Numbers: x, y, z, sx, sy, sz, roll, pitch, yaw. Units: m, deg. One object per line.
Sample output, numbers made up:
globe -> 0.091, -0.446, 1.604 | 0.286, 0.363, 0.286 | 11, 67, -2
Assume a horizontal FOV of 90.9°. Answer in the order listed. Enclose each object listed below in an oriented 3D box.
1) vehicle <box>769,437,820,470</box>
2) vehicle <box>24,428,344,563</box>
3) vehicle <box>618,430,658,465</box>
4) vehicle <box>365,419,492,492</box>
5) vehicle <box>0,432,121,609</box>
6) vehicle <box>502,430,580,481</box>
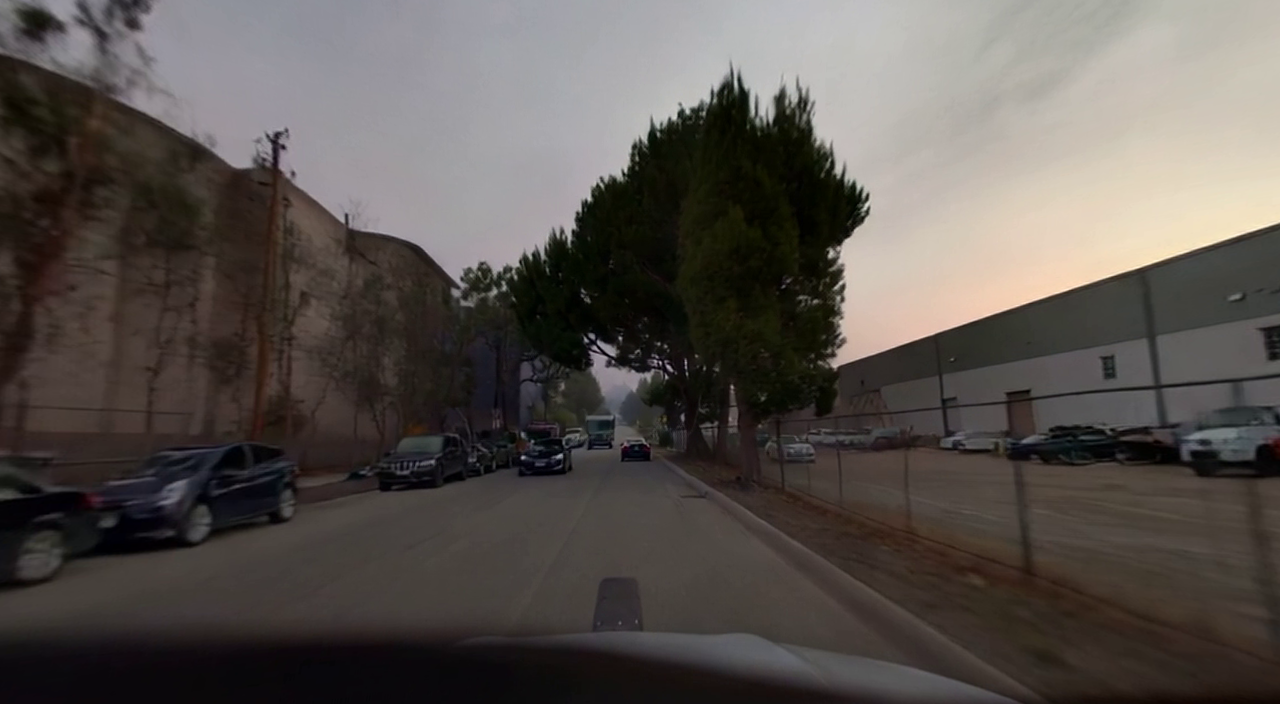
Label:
vehicle -> 8.286, 5.448, 34.080 | 1.874, 1.669, 4.083 | 0, -8, 2
vehicle -> -6.372, 1.964, 9.547 | 1.799, 1.579, 4.048 | 0, -7, 0
vehicle -> -0.115, 5.360, 35.643 | 2.152, 1.874, 4.042 | 0, -7, 0
vehicle -> -6.420, 3.254, 19.959 | 2.139, 1.943, 5.295 | -1, -9, 1
vehicle -> -6.300, 1.329, 4.552 | 1.768, 1.489, 3.945 | 0, -7, -1
vehicle -> -3.555, 3.771, 23.515 | 2.157, 1.703, 4.310 | 0, -7, 0
